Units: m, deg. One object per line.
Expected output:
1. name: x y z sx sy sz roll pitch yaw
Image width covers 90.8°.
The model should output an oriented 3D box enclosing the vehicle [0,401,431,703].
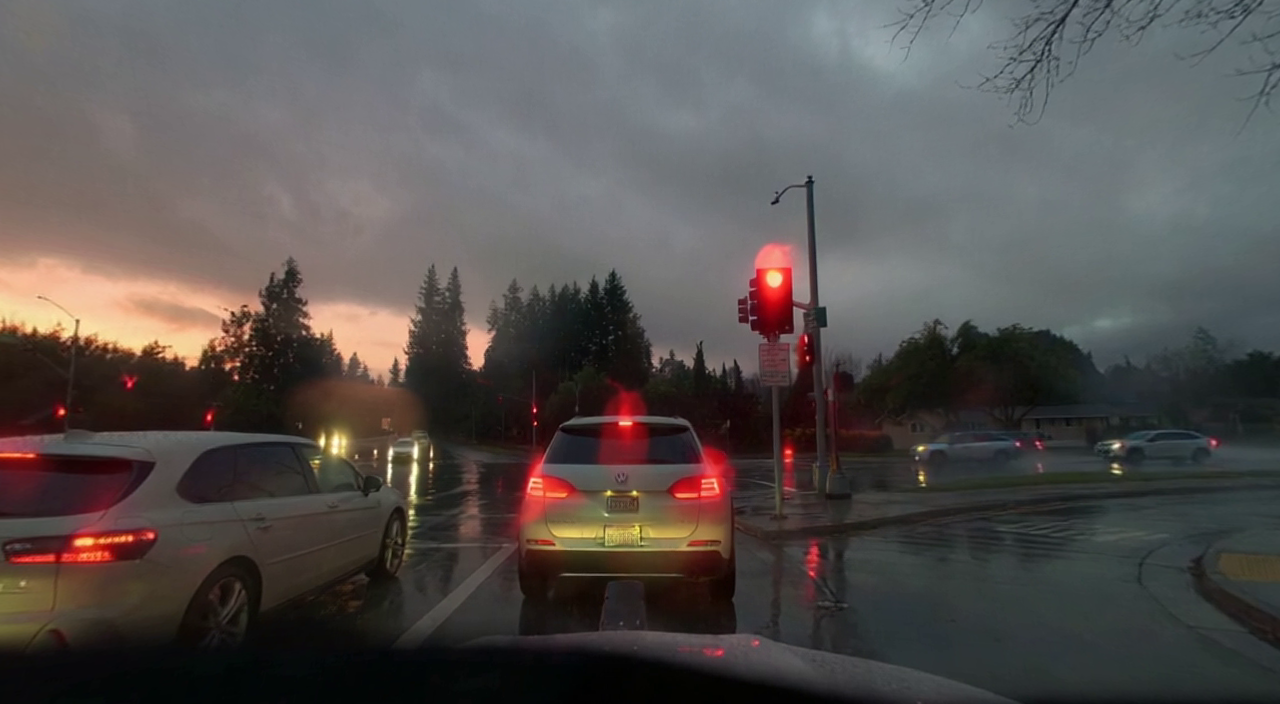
1. vehicle: -3.282 1.270 4.718 2.035 1.492 4.415 0 -9 -2

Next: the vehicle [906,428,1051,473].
1. vehicle: 14.109 4.145 26.637 4.887 1.769 2.035 -1 -9 6

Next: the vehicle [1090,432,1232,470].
1. vehicle: 23.825 4.538 29.043 4.639 1.621 1.867 -1 -9 7

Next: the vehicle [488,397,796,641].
1. vehicle: -0.126 1.469 6.568 2.154 1.670 4.140 1 -9 -4
